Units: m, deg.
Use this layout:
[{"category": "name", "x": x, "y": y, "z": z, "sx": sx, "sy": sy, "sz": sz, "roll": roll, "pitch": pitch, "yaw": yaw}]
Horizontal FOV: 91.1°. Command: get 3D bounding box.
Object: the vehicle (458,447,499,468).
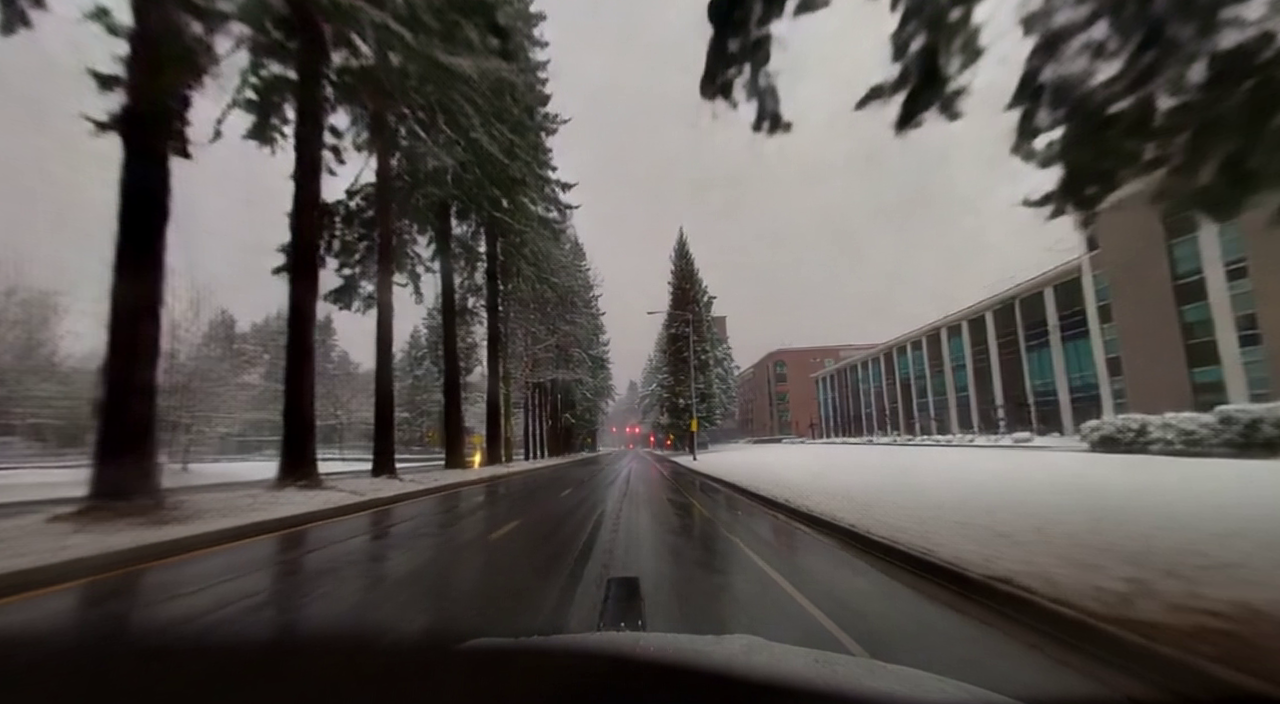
[{"category": "vehicle", "x": -11.910, "y": 7.813, "z": 46.569, "sx": 1.881, "sy": 1.445, "sz": 4.280, "roll": 0, "pitch": -8, "yaw": 1}]
